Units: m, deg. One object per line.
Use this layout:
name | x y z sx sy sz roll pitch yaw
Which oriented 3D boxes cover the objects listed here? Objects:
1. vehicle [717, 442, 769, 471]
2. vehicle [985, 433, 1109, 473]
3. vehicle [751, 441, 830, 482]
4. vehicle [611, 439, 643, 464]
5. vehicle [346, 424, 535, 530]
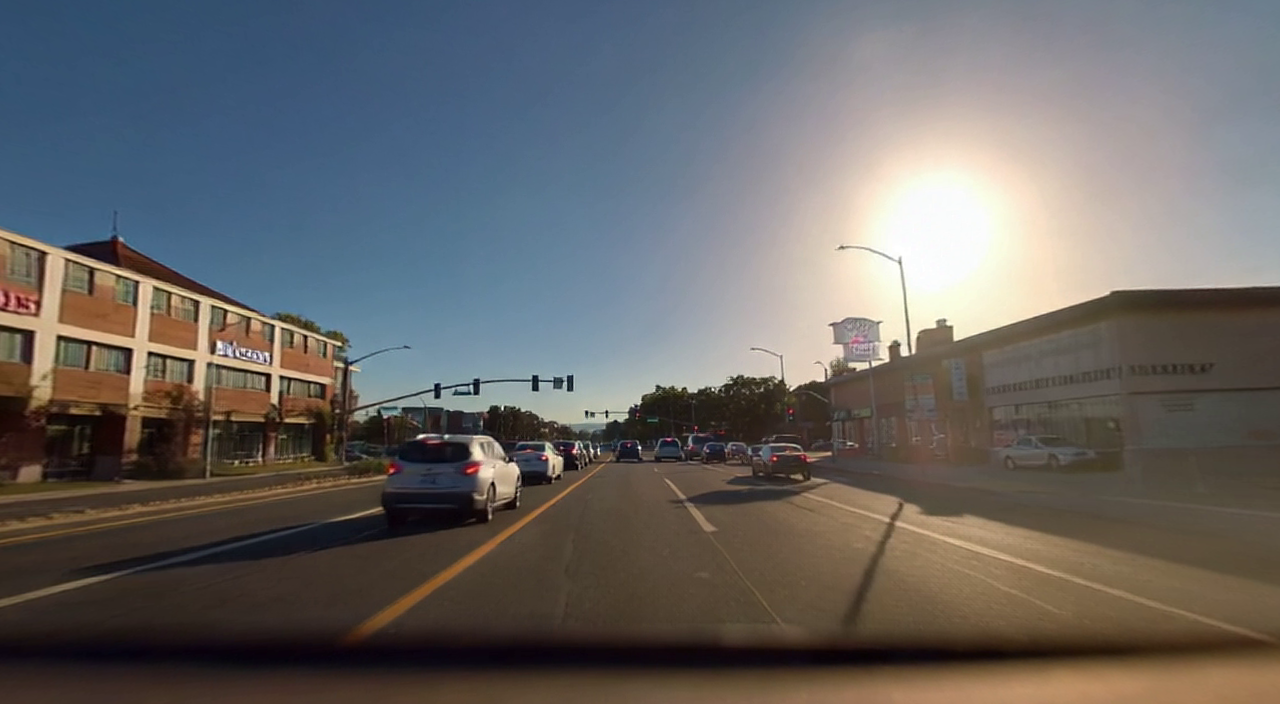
vehicle | 5.709 5.848 35.638 1.969 1.502 4.663 0 -8 -2
vehicle | 16.352 4.088 25.724 1.819 1.457 4.680 0 -8 -2
vehicle | 5.893 4.325 25.304 2.017 1.453 4.497 0 -8 0
vehicle | -0.969 7.384 47.182 2.261 1.741 4.255 0 -8 -1
vehicle | -3.495 2.276 12.132 2.143 1.643 4.336 0 -8 1
